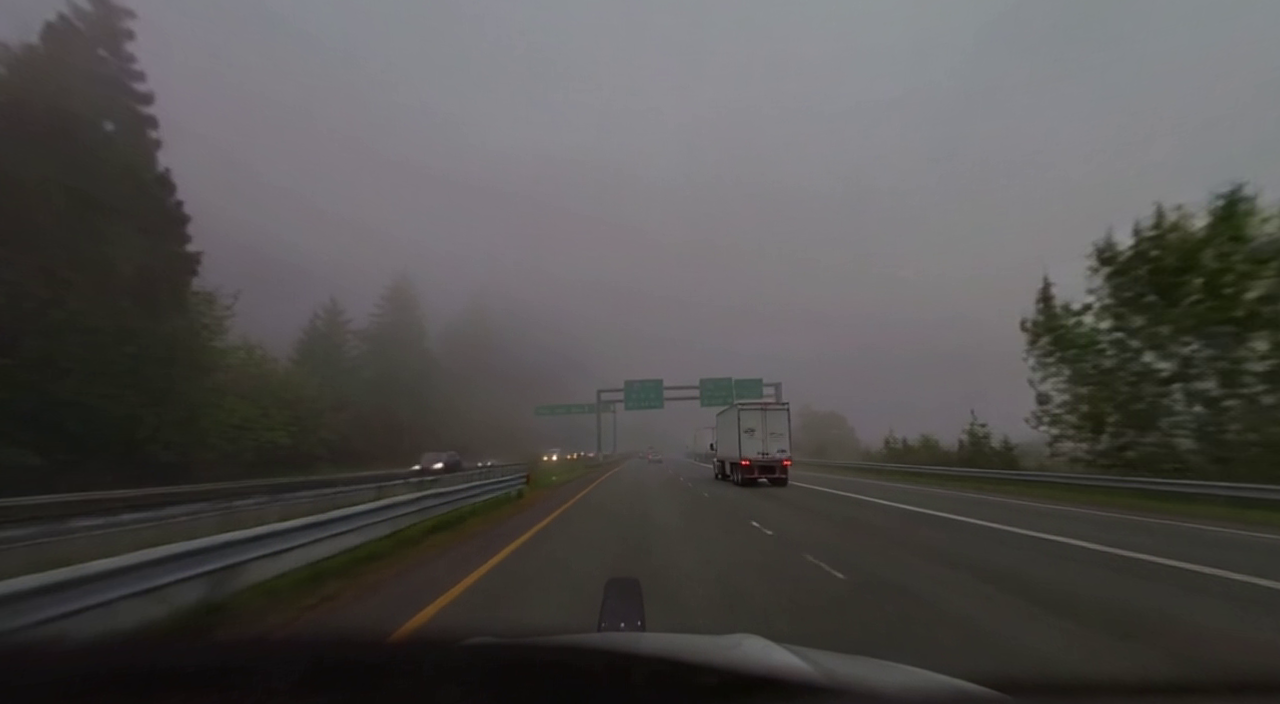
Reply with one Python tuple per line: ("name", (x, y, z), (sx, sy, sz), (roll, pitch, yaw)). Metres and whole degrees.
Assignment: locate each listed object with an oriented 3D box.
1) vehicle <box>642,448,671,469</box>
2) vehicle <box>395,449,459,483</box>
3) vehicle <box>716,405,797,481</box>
("vehicle", (1.181, 7.868, 46.663), (2.049, 1.500, 3.790), (0, -9, 1))
("vehicle", (-12.955, 6.937, 38.688), (2.050, 1.910, 4.994), (0, -9, 1))
("vehicle", (5.665, 4.612, 31.919), (2.743, 3.367, 7.306), (0, -9, 1))
